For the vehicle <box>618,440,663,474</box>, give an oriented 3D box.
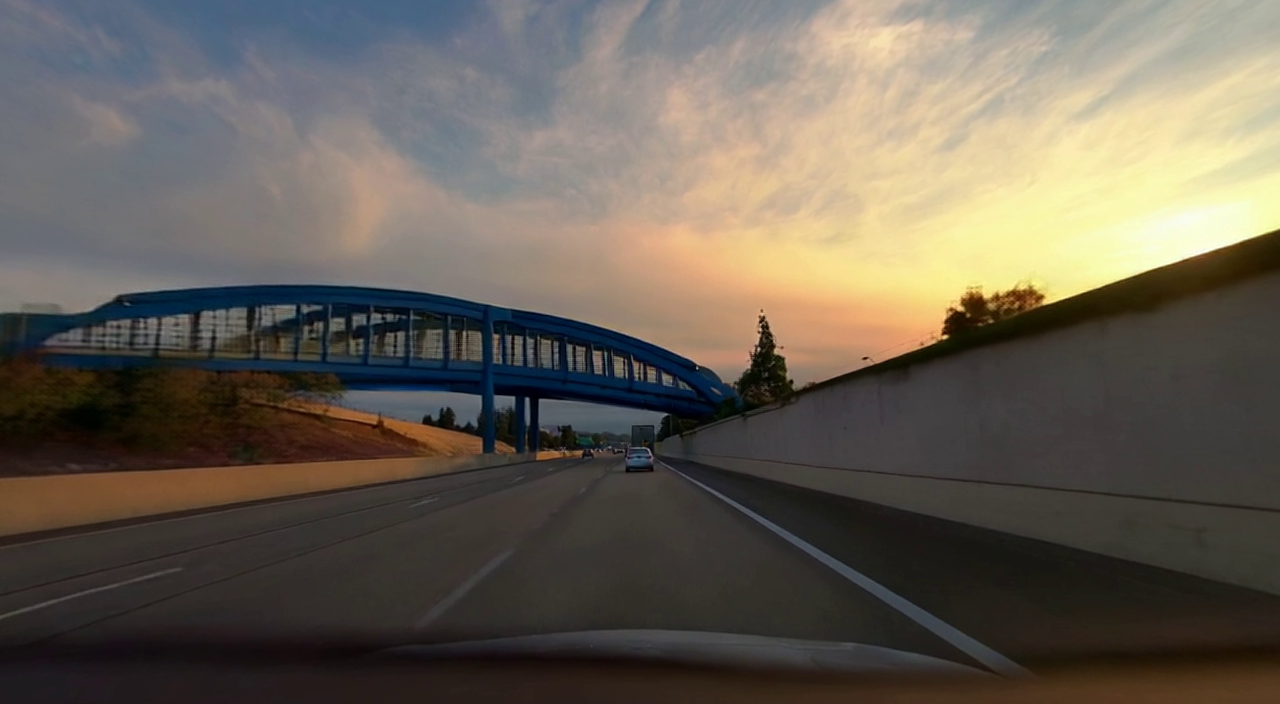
[{"bbox_3d":[0.013,5.671,34.272,2.299,1.716,4.579,0,-9,-1],"label":"vehicle"}]
